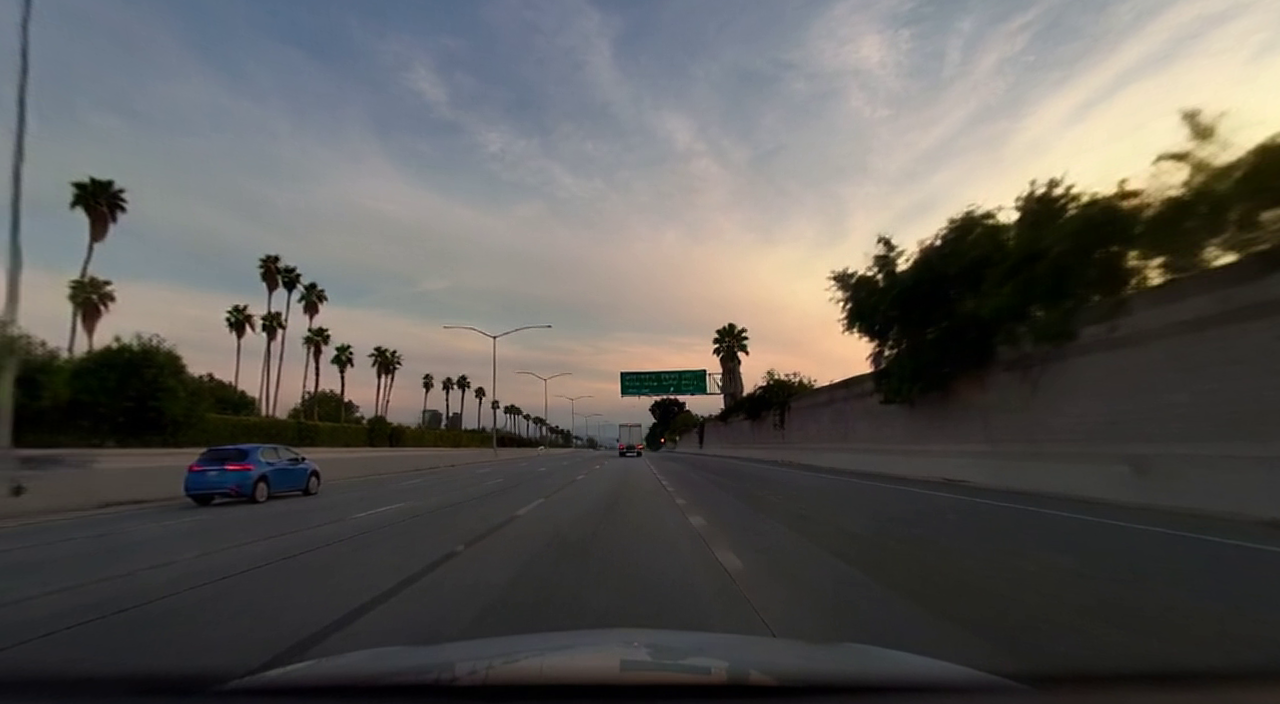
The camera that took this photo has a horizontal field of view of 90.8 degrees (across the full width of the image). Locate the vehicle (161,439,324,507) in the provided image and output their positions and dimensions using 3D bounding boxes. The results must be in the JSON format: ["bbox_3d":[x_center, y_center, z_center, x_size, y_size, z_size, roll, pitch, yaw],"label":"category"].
[{"bbox_3d":[-10.880,3.315,17.726,1.897,1.653,4.113,0,-9,-1],"label":"vehicle"}]
